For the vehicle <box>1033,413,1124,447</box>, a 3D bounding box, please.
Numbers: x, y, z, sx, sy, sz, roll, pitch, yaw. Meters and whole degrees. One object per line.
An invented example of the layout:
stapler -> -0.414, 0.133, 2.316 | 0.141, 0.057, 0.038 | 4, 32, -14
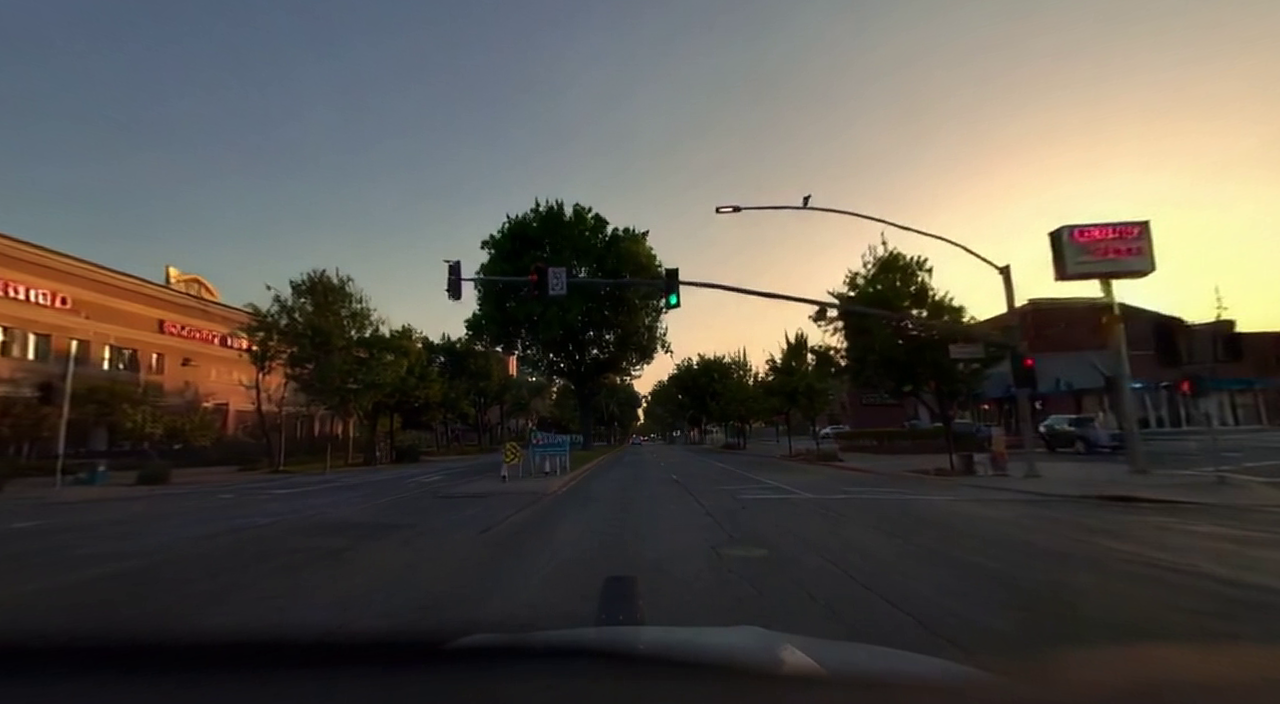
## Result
vehicle -> 24.314, 4.415, 35.226 | 1.948, 1.776, 4.266 | 0, -9, -1
